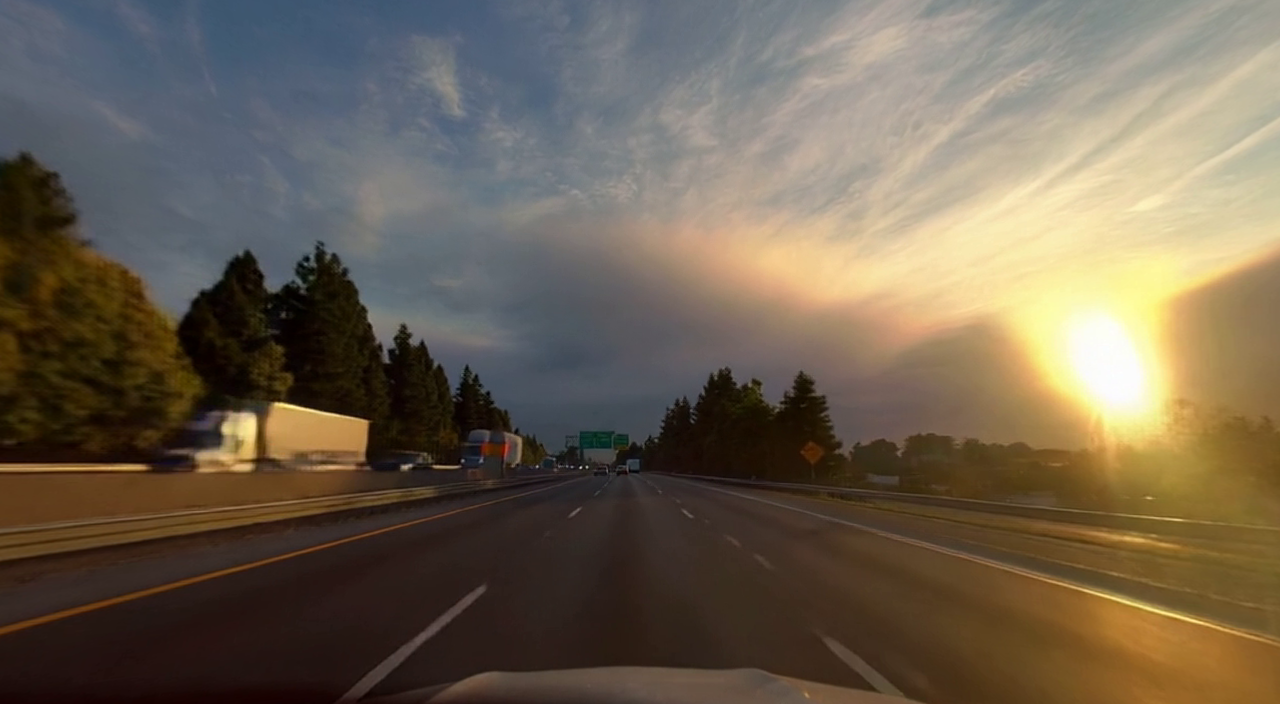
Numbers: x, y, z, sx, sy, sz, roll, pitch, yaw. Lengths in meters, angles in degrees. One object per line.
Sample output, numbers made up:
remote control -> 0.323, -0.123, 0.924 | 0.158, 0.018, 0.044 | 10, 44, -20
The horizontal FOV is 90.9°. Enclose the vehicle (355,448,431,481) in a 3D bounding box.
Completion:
vehicle -> -12.713, 5.844, 32.770 | 2.118, 1.557, 4.588 | 1, -10, -1

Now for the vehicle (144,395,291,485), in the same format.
vehicle -> -20.448, 4.455, 31.054 | 2.970, 3.961, 5.879 | 1, -10, -1
